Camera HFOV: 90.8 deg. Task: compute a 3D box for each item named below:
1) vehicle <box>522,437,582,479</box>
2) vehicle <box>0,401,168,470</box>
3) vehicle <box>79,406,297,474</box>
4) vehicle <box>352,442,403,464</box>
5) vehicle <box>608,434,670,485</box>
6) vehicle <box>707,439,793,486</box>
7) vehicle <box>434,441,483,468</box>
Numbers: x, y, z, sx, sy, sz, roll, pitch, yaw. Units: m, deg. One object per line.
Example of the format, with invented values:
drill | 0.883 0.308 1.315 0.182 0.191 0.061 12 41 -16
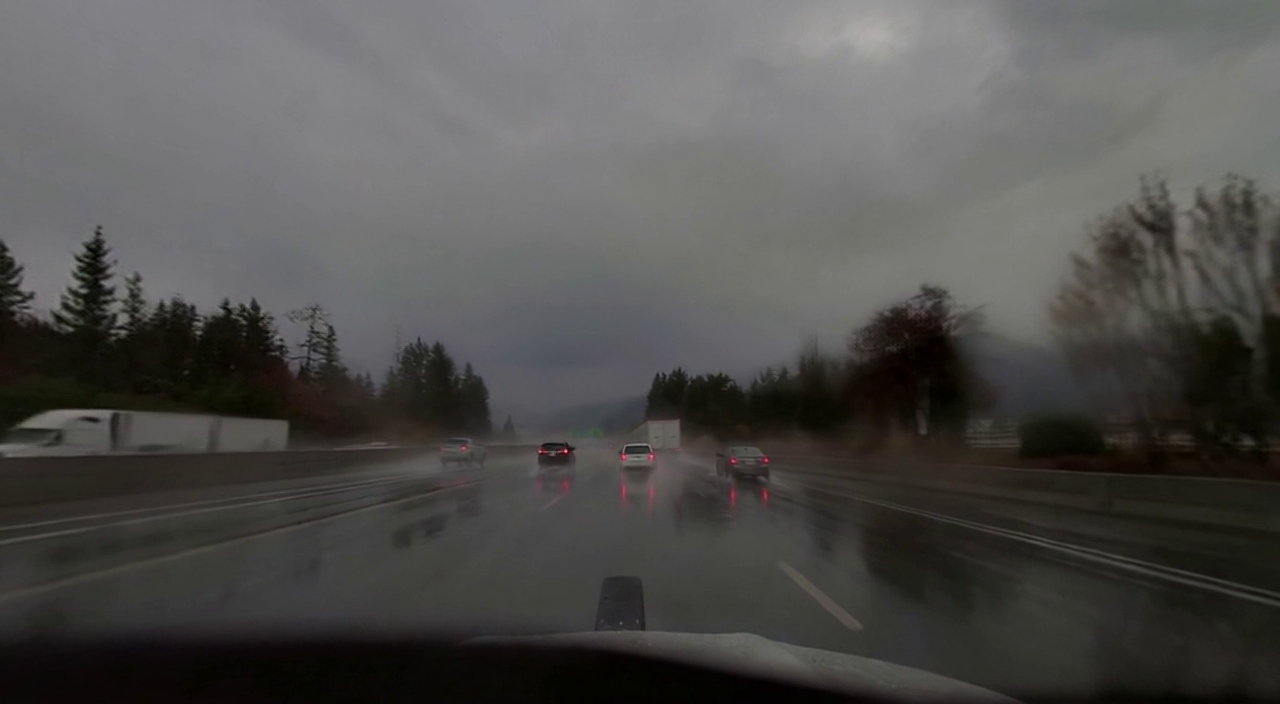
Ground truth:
vehicle | -3.831 4.712 28.356 1.988 1.696 4.754 0 -8 1
vehicle | -30.693 4.667 34.768 3.043 3.332 7.964 0 -8 1
vehicle | -30.656 6.336 44.873 3.101 3.887 16.562 0 -9 1
vehicle | -19.148 7.369 46.212 2.084 1.519 3.662 0 -8 2
vehicle | -0.032 3.987 23.722 2.103 1.717 4.399 0 -8 0
vehicle | 3.793 3.925 22.768 2.146 1.482 4.665 0 -8 -1
vehicle | -12.615 7.118 44.183 1.946 1.773 4.446 0 -9 1
